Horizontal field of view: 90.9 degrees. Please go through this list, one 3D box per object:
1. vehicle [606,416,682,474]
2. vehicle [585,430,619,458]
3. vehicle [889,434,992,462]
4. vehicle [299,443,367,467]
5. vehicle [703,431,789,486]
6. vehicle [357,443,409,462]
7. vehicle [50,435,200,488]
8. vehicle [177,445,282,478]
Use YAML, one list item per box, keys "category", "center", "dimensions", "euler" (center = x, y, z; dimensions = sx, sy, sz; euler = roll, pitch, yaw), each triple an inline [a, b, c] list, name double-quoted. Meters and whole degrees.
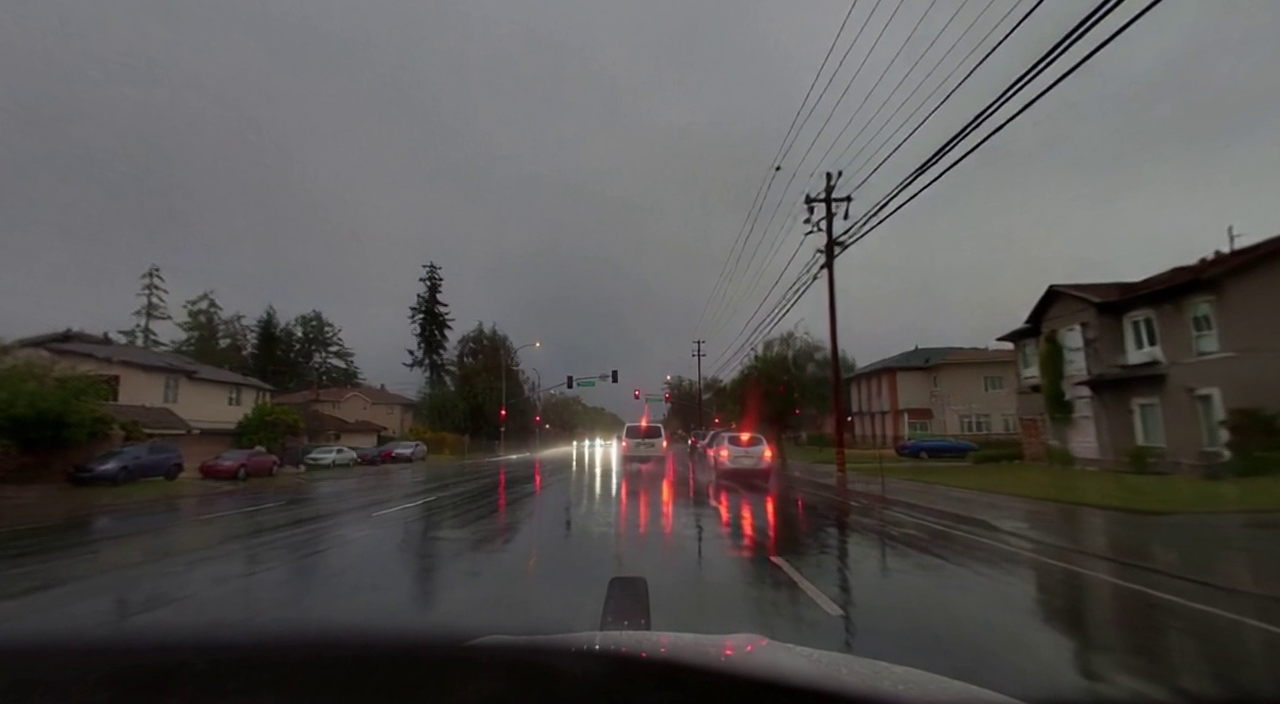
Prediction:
- category: "vehicle"
  center: [0.159, 3.788, 25.640]
  dimensions: [2.769, 2.087, 5.130]
  euler: [0, -8, 0]
- category: "vehicle"
  center: [-2.673, 6.626, 45.342]
  dimensions: [1.999, 1.864, 4.279]
  euler: [0, -8, 3]
- category: "vehicle"
  center: [16.520, 5.292, 34.798]
  dimensions: [4.671, 1.495, 1.900]
  euler: [-1, -8, 4]
- category: "vehicle"
  center: [-19.782, 6.660, 40.827]
  dimensions: [1.891, 1.460, 4.681]
  euler: [0, -8, 2]
- category: "vehicle"
  center: [3.167, 3.284, 19.715]
  dimensions: [2.002, 1.511, 4.124]
  euler: [0, -8, 1]
- category: "vehicle"
  center: [-19.737, 7.738, 48.633]
  dimensions: [1.830, 1.436, 4.771]
  euler: [0, -8, 2]
- category: "vehicle"
  center: [-20.130, 4.281, 24.962]
  dimensions: [2.046, 1.874, 4.448]
  euler: [0, -8, 2]
- category: "vehicle"
  center: [-19.852, 5.276, 30.750]
  dimensions: [1.866, 1.471, 4.770]
  euler: [0, -8, 1]
